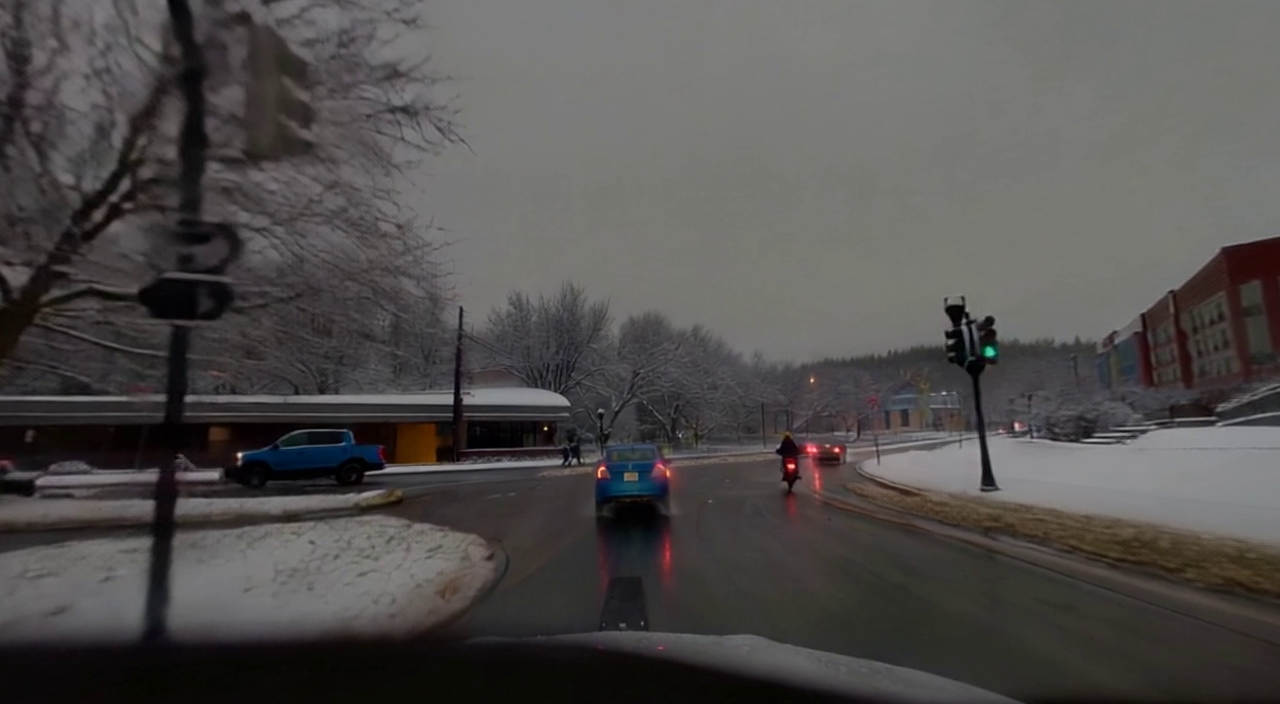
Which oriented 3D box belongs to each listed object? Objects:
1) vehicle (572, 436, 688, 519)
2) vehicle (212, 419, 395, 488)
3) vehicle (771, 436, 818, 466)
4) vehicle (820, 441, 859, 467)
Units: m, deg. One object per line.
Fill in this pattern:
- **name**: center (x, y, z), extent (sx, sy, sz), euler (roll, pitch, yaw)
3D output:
- **vehicle**: center (-0.181, 2.601, 13.501), extent (2.118, 1.480, 3.949), euler (0, -9, 0)
- **vehicle**: center (-15.225, 4.693, 29.256), extent (2.287, 2.780, 7.166), euler (-6, -10, 31)
- **vehicle**: center (10.136, 6.467, 41.159), extent (2.212, 1.790, 4.768), euler (-4, -10, 22)
- **vehicle**: center (12.759, 6.476, 40.130), extent (1.822, 1.555, 3.574), euler (-5, -10, 25)
